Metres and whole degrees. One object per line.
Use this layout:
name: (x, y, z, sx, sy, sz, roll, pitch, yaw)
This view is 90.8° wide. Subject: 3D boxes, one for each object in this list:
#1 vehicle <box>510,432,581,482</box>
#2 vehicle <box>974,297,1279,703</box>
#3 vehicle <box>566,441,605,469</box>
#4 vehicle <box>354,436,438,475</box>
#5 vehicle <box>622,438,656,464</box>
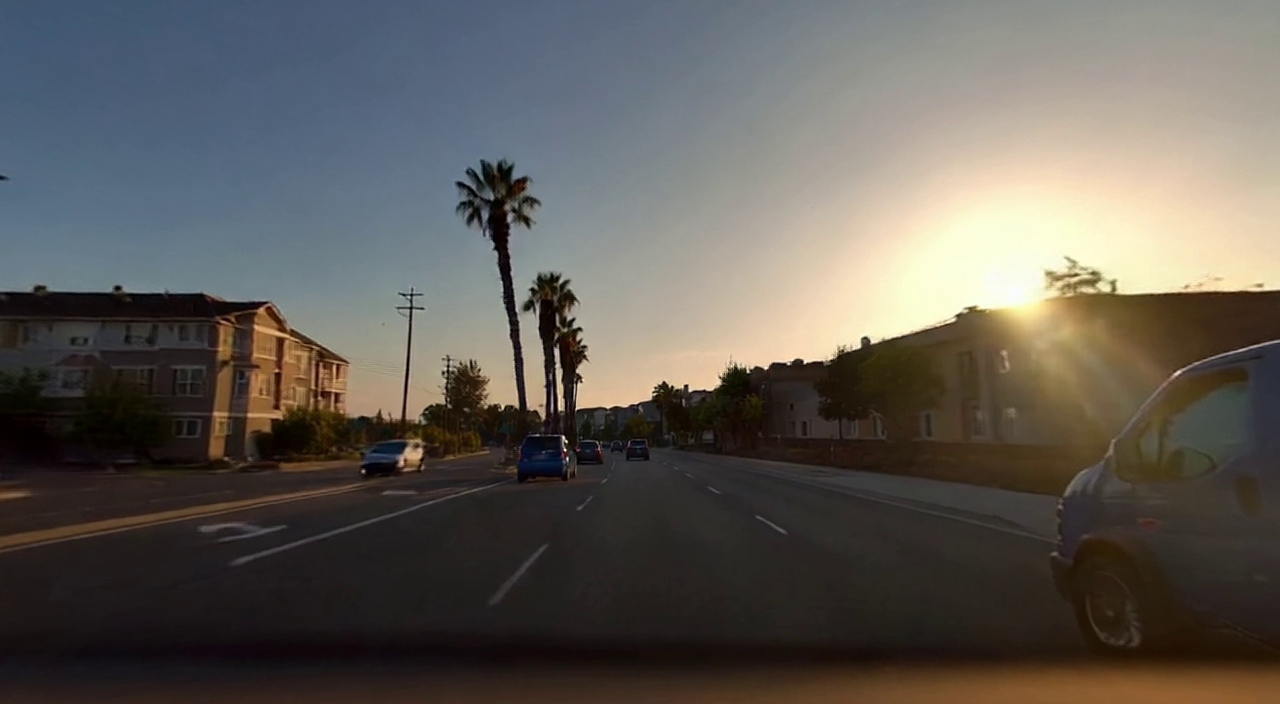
vehicle: (-3.405, 3.866, 23.515, 1.967, 1.703, 4.157, 0, -8, 0)
vehicle: (3.710, 0.718, 2.380, 2.234, 1.912, 4.847, 0, -8, 0)
vehicle: (-3.015, 5.776, 35.612, 1.869, 1.454, 4.142, 0, -8, -1)
vehicle: (-11.959, 5.093, 31.398, 2.242, 1.770, 4.782, 0, -8, 0)
vehicle: (-0.119, 6.951, 44.511, 2.191, 1.761, 3.857, 0, -8, -2)
